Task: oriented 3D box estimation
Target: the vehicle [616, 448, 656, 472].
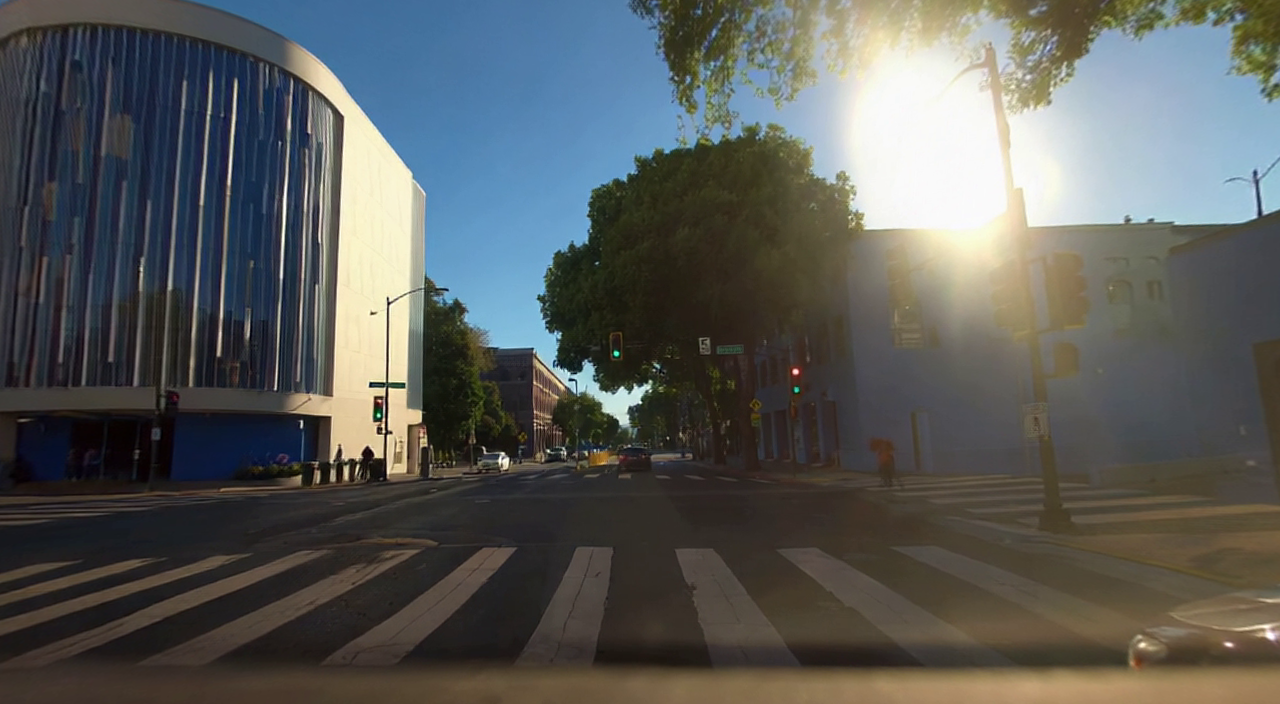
[{"bbox_3d":[-0.201,6.965,41.084,2.088,1.452,4.833,-1,-8,6],"label":"vehicle"}]
